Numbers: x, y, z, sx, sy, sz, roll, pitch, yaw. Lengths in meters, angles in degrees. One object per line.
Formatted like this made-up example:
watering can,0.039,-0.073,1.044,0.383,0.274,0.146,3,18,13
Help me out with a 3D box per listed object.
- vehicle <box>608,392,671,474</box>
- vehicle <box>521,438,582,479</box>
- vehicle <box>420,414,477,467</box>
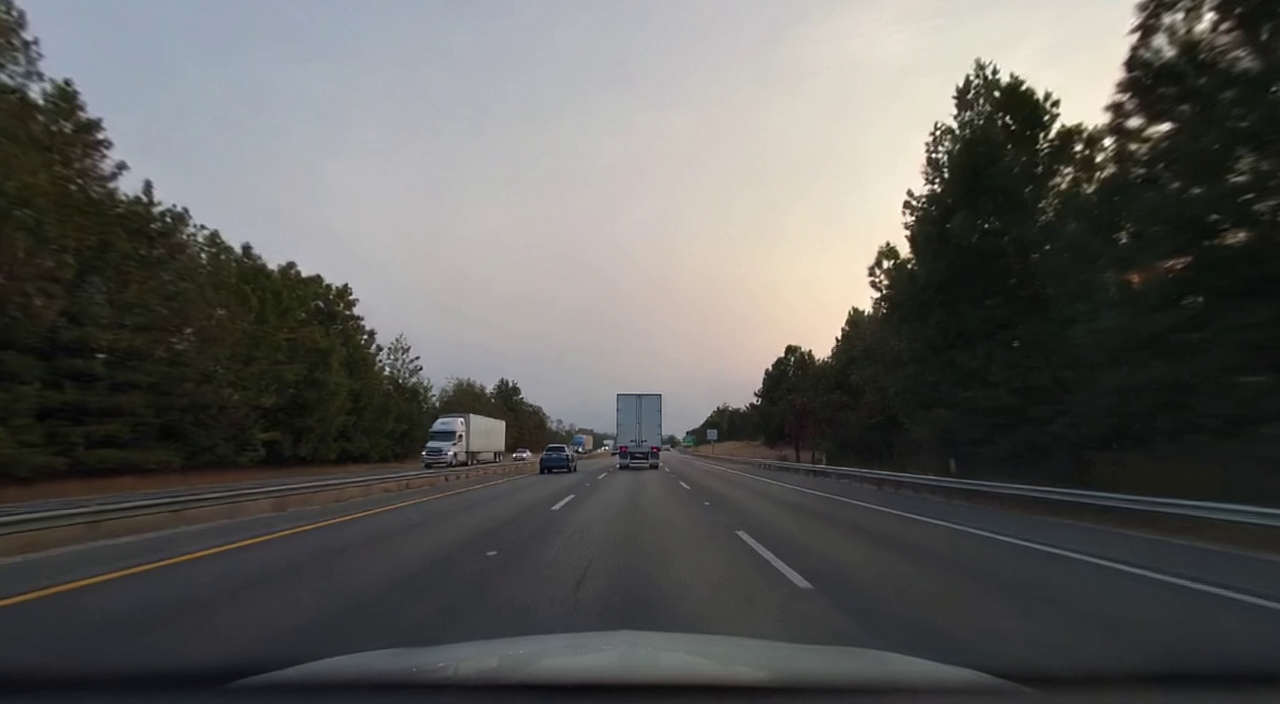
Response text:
vehicle,-0.034,4.847,36.673,3.100,4.091,10.664,0,-9,0
vehicle,-3.885,4.756,28.155,2.112,1.645,4.129,0,-9,0
vehicle,-14.591,6.792,48.044,2.869,3.906,3.898,0,-9,2
